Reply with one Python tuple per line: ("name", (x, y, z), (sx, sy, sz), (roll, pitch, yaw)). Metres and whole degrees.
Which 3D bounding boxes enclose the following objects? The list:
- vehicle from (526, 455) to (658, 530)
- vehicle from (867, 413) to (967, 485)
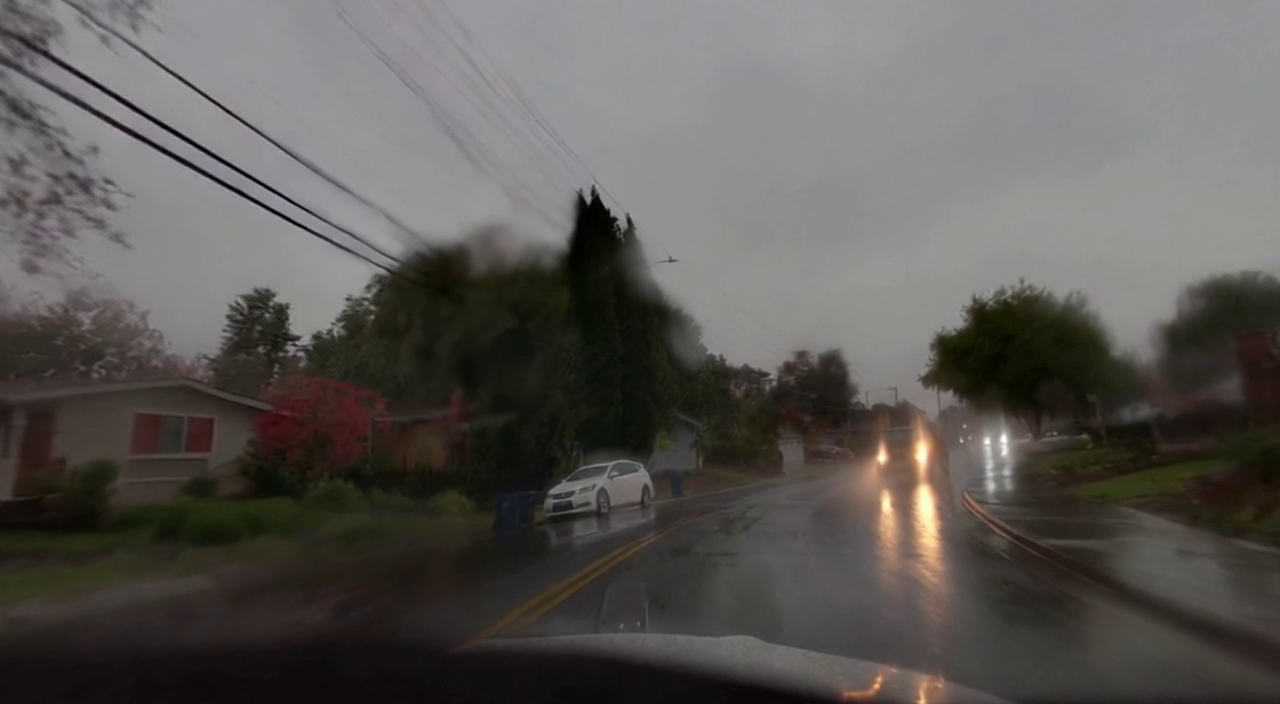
("vehicle", (-1.339, 4.254, 19.769), (2.039, 1.949, 4.511), (-5, -10, 27))
("vehicle", (8.881, 3.065, 20.026), (2.086, 1.974, 4.890), (-6, -10, 31))
